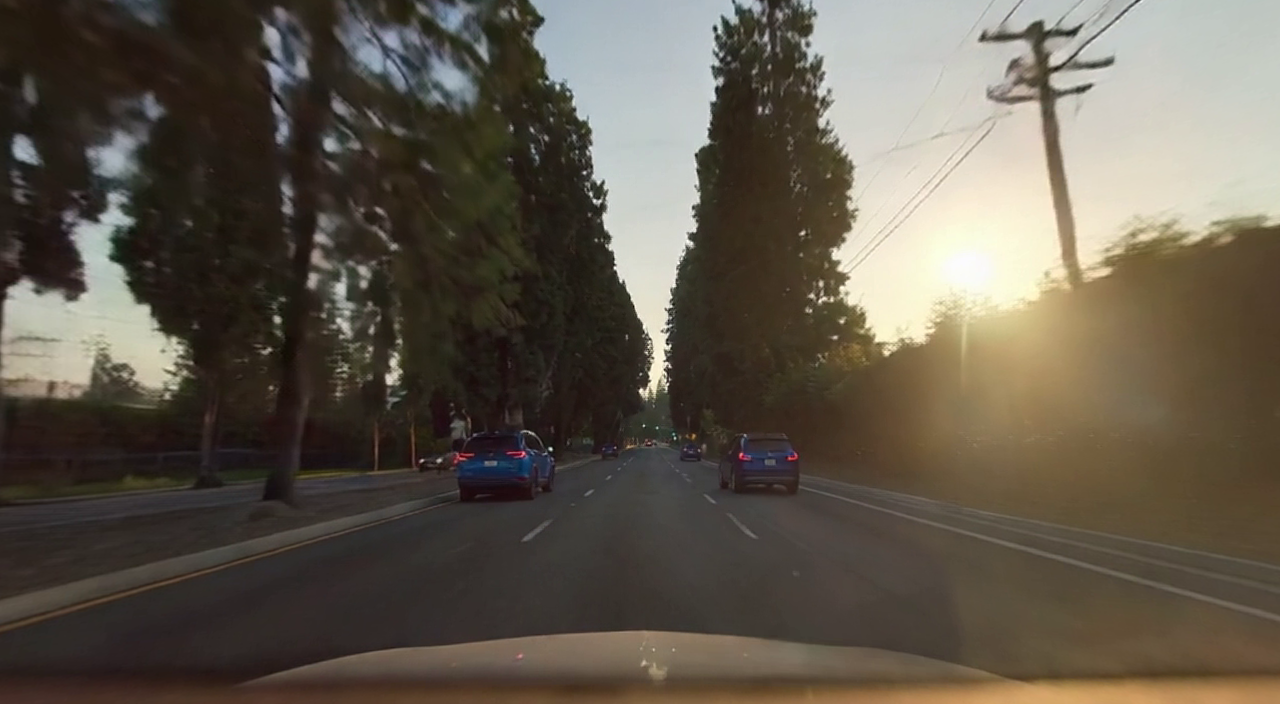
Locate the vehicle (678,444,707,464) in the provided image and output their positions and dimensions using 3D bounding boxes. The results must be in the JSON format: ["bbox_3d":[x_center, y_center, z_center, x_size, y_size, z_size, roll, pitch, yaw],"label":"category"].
[{"bbox_3d":[4.058,7.904,49.159,1.906,1.468,4.422,0,-9,0],"label":"vehicle"}]

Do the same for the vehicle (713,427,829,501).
[{"bbox_3d":[3.402,3.031,17.426,2.182,1.744,4.464,0,-9,-1],"label":"vehicle"}]

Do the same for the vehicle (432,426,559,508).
[{"bbox_3d":[-3.463,2.872,16.136,2.104,1.785,4.494,0,-9,1],"label":"vehicle"}]

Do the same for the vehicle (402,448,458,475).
[{"bbox_3d":[-13.478,7.034,40.745,1.961,1.655,4.491,0,-9,1],"label":"vehicle"}]
